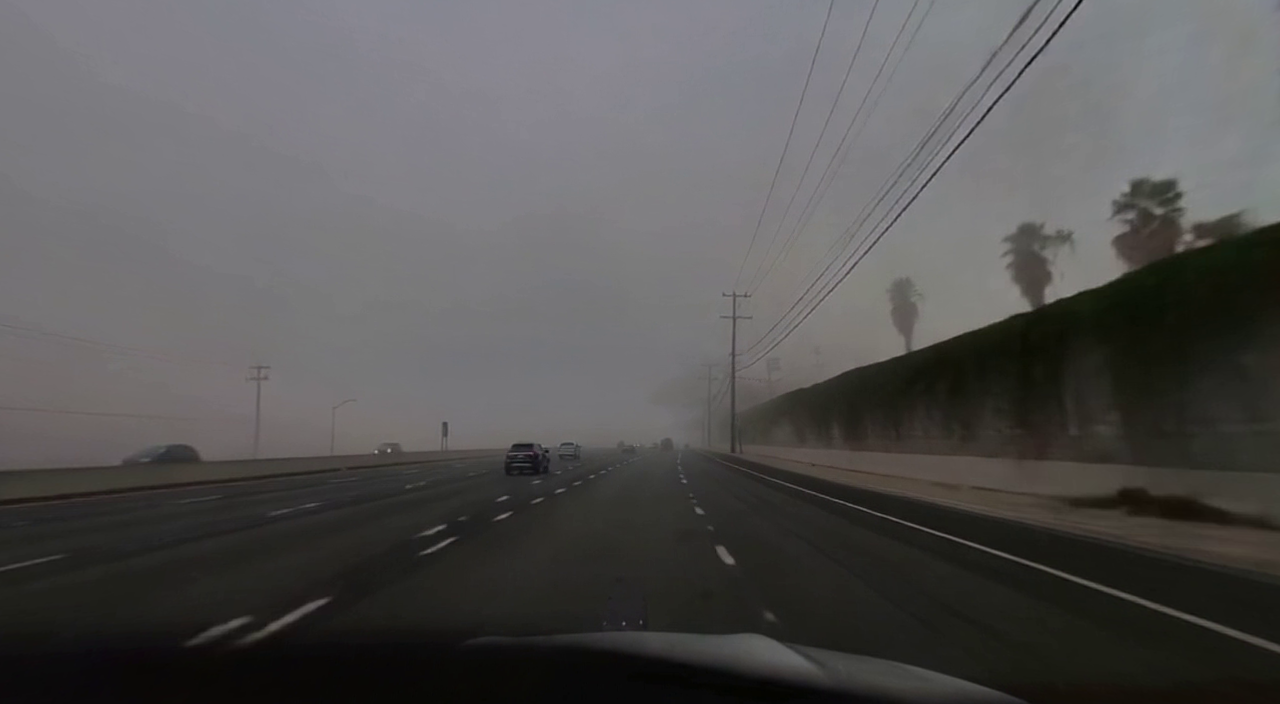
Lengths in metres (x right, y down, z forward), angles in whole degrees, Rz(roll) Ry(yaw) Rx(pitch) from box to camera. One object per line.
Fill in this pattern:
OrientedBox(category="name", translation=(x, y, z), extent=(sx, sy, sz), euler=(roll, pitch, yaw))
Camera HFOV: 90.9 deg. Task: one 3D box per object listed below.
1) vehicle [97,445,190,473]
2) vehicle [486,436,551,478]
OrientedBox(category="vehicle", translation=(-30.392, 6.527, 38.825), extent=(1.932, 1.555, 4.652), euler=(0, -8, -1))
OrientedBox(category="vehicle", translation=(-4.996, 4.373, 26.463), extent=(2.029, 1.609, 3.935), euler=(0, -8, -1))
